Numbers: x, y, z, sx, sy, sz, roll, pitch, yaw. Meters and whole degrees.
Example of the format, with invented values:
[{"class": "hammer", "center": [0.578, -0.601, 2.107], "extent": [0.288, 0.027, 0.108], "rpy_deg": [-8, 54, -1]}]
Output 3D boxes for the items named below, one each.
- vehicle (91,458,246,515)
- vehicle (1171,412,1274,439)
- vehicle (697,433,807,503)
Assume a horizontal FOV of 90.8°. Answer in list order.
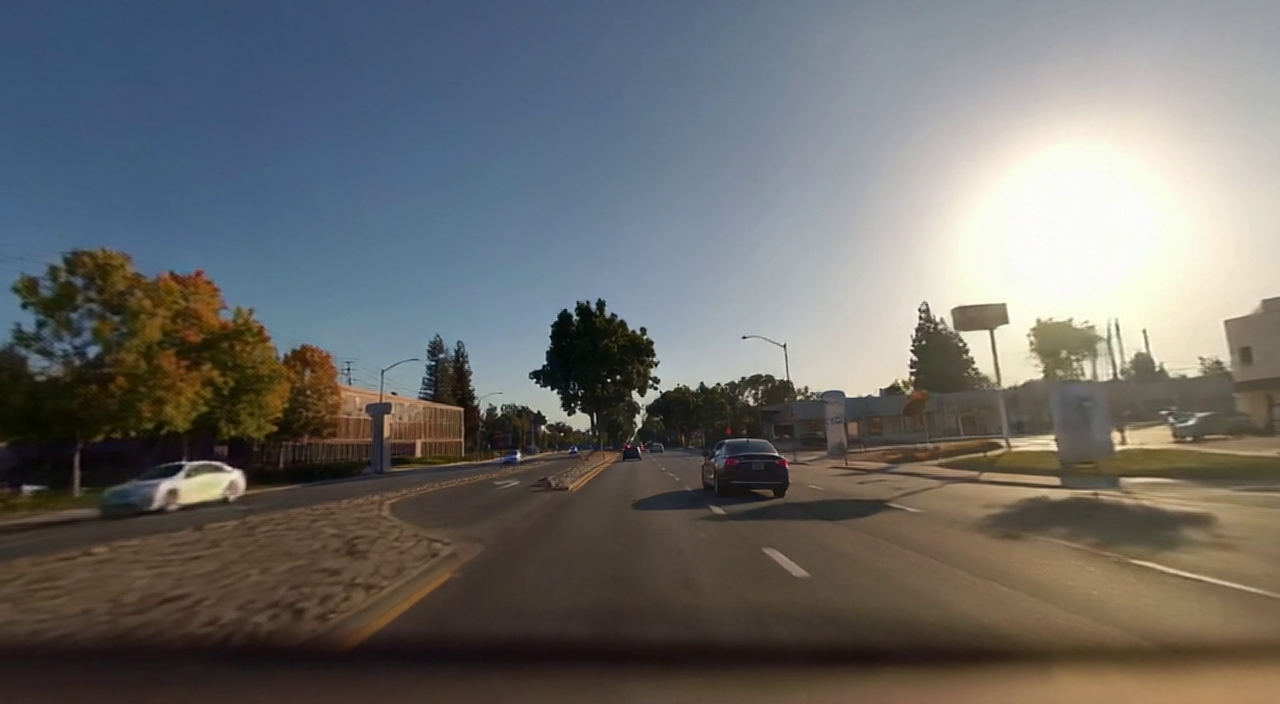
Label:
[{"class": "vehicle", "center": [-16.104, 4.571, 21.944], "extent": [1.913, 1.658, 4.465], "rpy_deg": [0, -8, 0]}, {"class": "vehicle", "center": [34.146, 4.355, 37.107], "extent": [4.273, 1.517, 1.815], "rpy_deg": [0, -8, -2]}, {"class": "vehicle", "center": [2.868, 3.085, 17.316], "extent": [1.995, 1.616, 4.729], "rpy_deg": [0, -8, -2]}]
